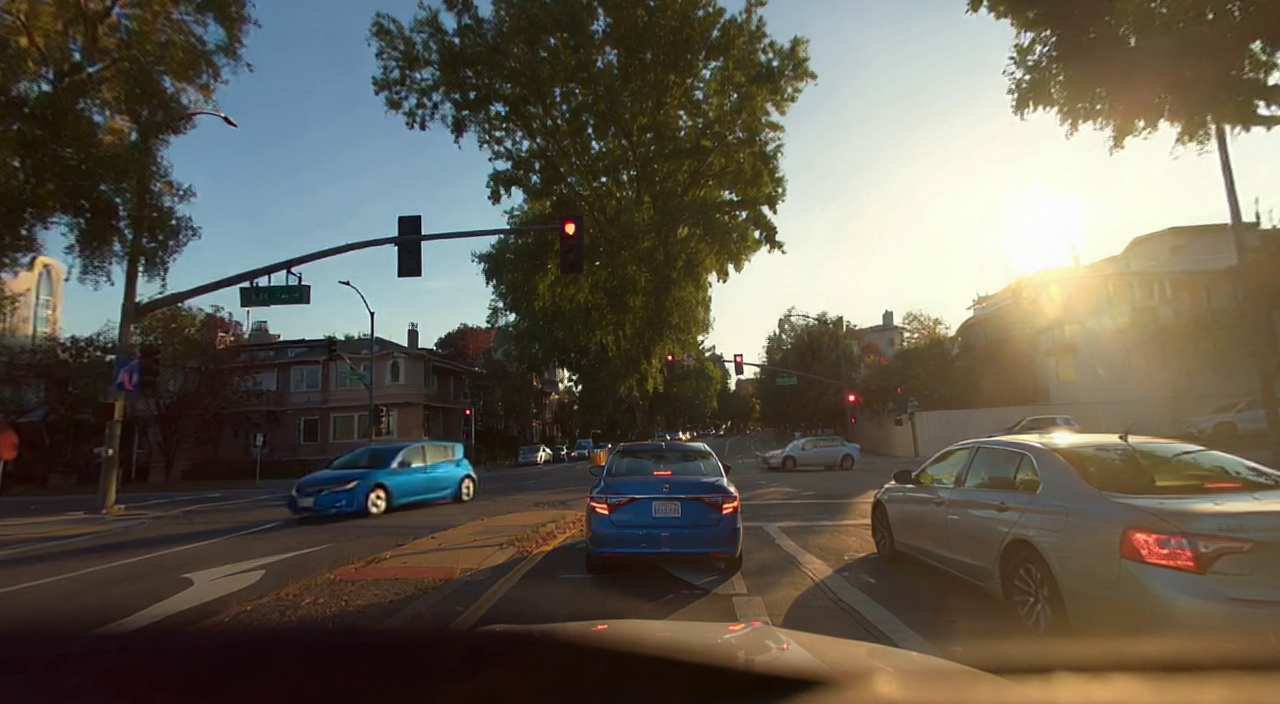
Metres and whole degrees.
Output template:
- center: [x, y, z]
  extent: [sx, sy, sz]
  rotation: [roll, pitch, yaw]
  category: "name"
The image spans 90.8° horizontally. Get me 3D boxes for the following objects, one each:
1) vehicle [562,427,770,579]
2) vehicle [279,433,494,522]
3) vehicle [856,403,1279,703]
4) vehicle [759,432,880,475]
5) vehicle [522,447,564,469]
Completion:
- center: [0.304, 1.818, 8.333]
  extent: [2.090, 1.505, 3.756]
  rotation: [-1, -9, 1]
  category: "vehicle"
- center: [-5.606, 2.806, 14.767]
  extent: [1.996, 1.705, 4.577]
  rotation: [-4, -9, 21]
  category: "vehicle"
- center: [3.664, 1.343, 5.445]
  extent: [1.888, 1.486, 4.681]
  rotation: [0, -9, -1]
  category: "vehicle"
- center: [8.007, 4.498, 28.282]
  extent: [4.789, 1.799, 1.988]
  rotation: [2, -9, -17]
  category: "vehicle"
- center: [-6.904, 7.582, 45.318]
  extent: [2.093, 1.476, 4.278]
  rotation: [-1, -9, 4]
  category: "vehicle"
